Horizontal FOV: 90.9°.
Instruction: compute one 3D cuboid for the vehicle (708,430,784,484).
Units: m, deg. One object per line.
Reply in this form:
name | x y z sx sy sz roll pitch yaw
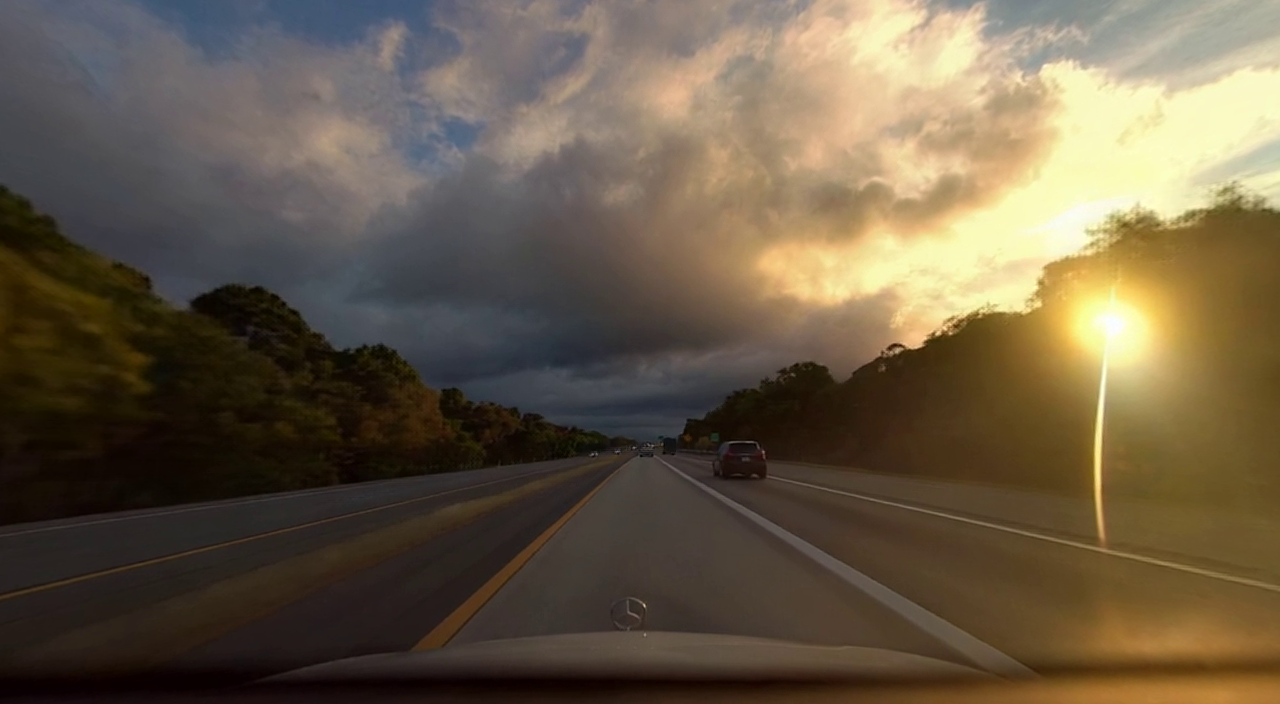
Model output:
vehicle | 4.271 4.349 26.242 2.189 2.007 4.872 0 -9 -2
